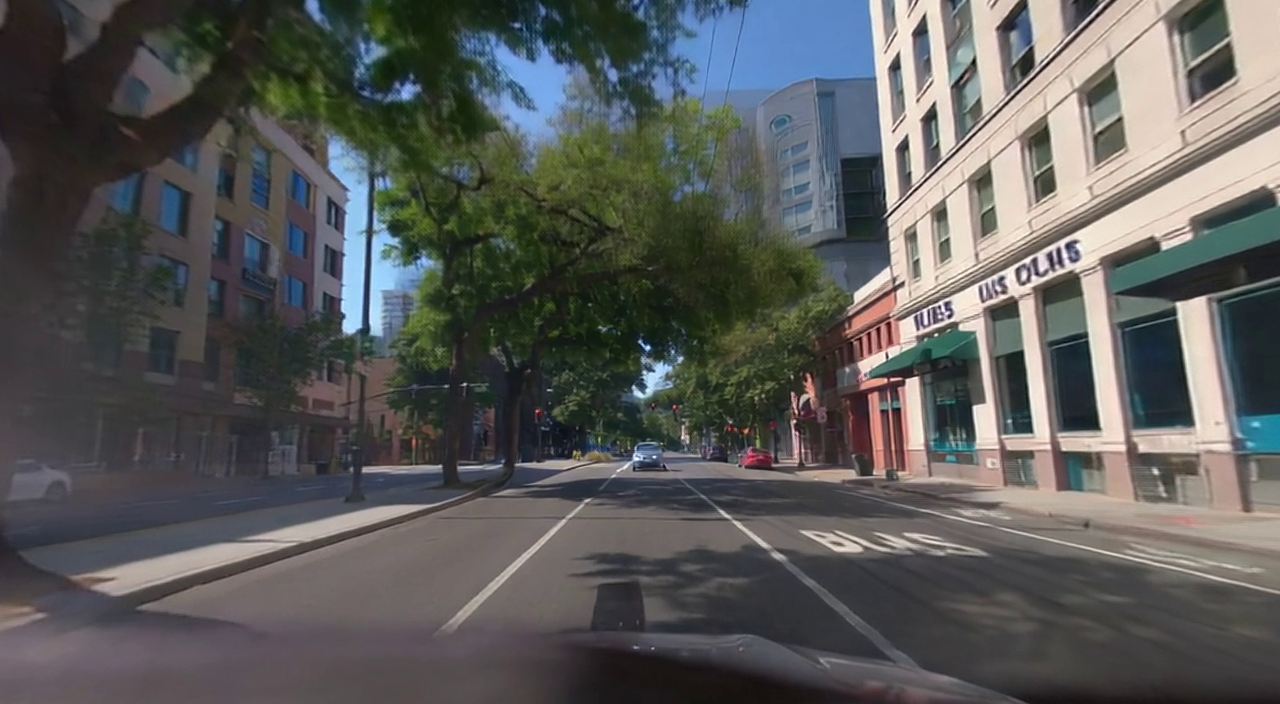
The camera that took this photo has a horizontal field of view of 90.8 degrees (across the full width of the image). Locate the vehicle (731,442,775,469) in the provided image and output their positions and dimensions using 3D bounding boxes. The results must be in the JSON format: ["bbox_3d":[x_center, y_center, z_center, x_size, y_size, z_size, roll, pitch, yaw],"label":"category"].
[{"bbox_3d":[7.762,7.141,43.736,1.987,1.772,4.749,0,-8,-2],"label":"vehicle"}]

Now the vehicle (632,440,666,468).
[{"bbox_3d":[0.617,6.878,42.774,2.223,1.775,4.250,0,-8,1],"label":"vehicle"}]
